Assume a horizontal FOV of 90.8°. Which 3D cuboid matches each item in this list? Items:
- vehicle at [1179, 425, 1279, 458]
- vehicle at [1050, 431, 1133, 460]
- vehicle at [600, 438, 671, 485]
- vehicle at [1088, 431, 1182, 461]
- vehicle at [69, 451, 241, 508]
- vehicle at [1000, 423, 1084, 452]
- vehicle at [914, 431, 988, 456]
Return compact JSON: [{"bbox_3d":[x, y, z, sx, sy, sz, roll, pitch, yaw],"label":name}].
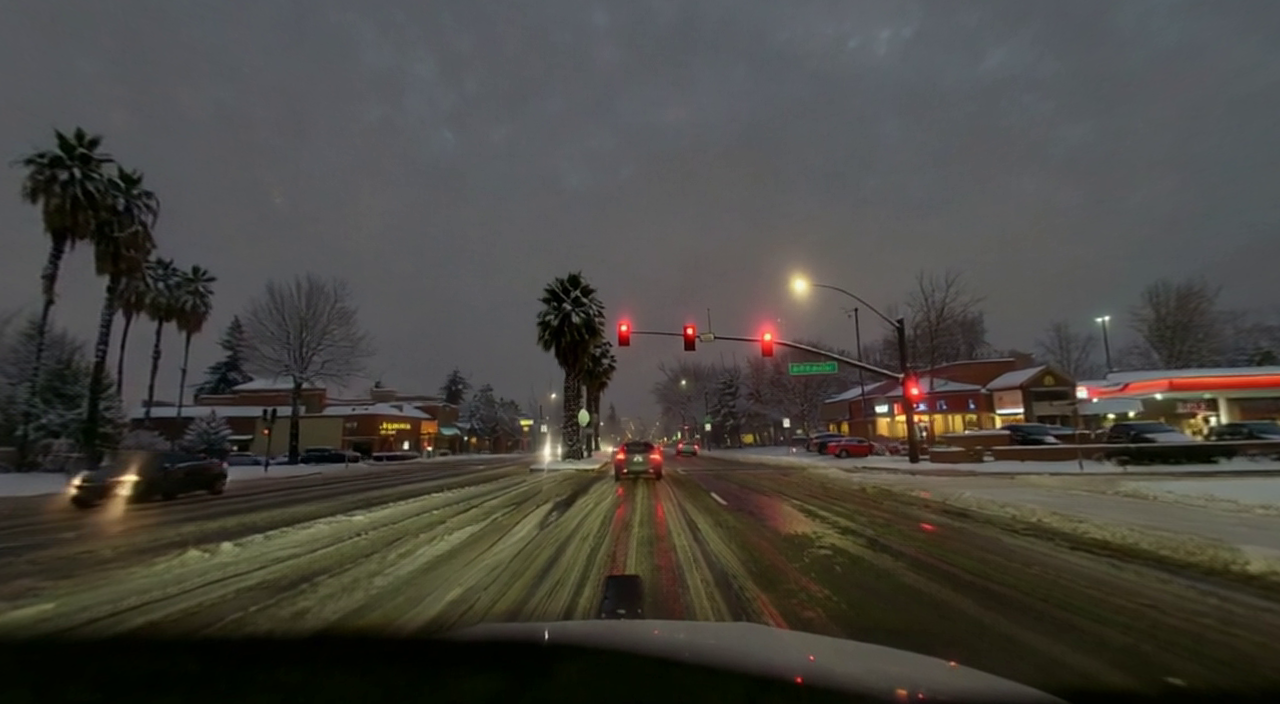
[{"bbox_3d":[31.767,4.785,33.808,1.903,1.630,4.320,0,-8,-2],"label":"vehicle"},{"bbox_3d":[24.159,5.008,33.968,1.738,1.462,3.609,0,-8,0],"label":"vehicle"},{"bbox_3d":[-0.179,3.862,22.666,2.270,1.475,4.571,0,-8,-1],"label":"vehicle"},{"bbox_3d":[26.248,4.989,33.664,1.923,1.501,3.849,0,-8,2],"label":"vehicle"},{"bbox_3d":[-15.282,3.997,20.318,1.896,1.508,4.659,0,-8,-1],"label":"vehicle"},{"bbox_3d":[24.452,5.227,38.556,3.783,1.560,1.853,-4,-9,10],"label":"vehicle"},{"bbox_3d":[19.464,5.747,39.701,3.833,1.495,1.892,-3,-9,17],"label":"vehicle"}]
